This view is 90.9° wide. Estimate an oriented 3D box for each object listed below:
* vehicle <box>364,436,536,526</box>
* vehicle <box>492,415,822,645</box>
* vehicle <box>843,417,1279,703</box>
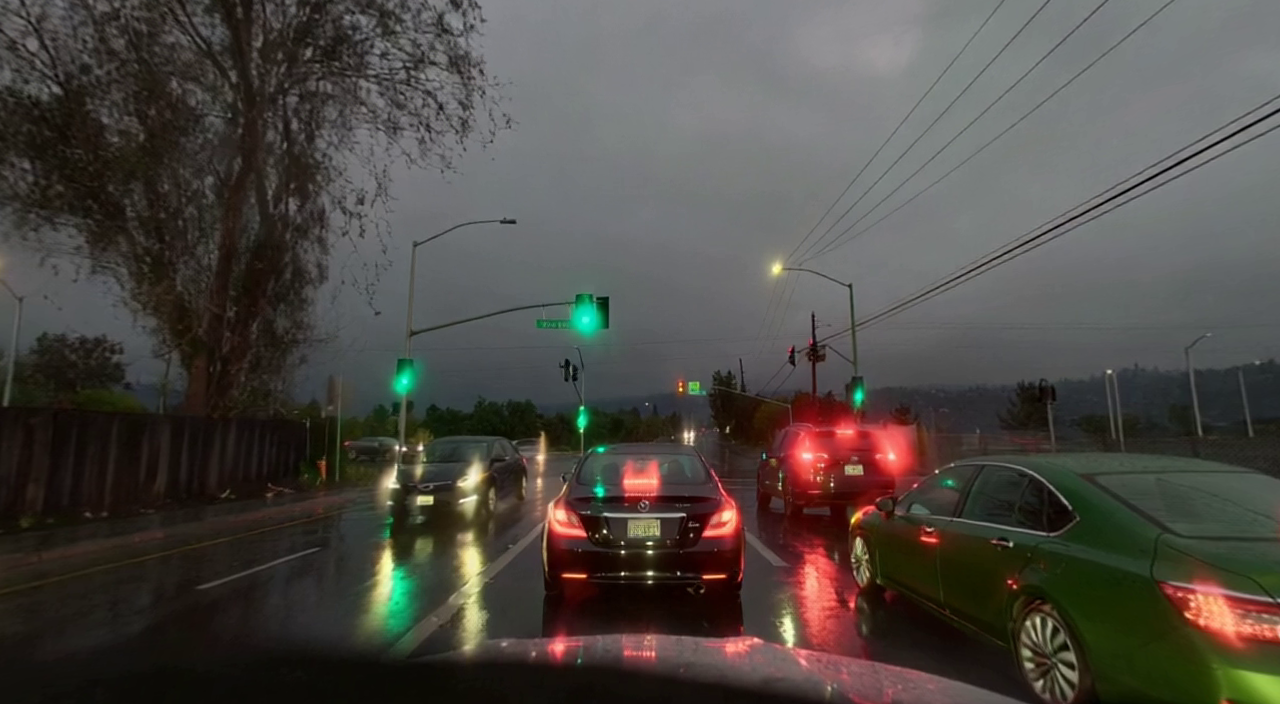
[{"bbox_3d":[-3.529,2.474,12.739,1.959,1.456,4.488,0,-8,2],"label":"vehicle"},{"bbox_3d":[0.075,1.498,6.413,2.170,1.497,4.369,0,-8,-1],"label":"vehicle"},{"bbox_3d":[3.091,1.240,4.134,2.027,1.432,4.431,0,-8,0],"label":"vehicle"}]
